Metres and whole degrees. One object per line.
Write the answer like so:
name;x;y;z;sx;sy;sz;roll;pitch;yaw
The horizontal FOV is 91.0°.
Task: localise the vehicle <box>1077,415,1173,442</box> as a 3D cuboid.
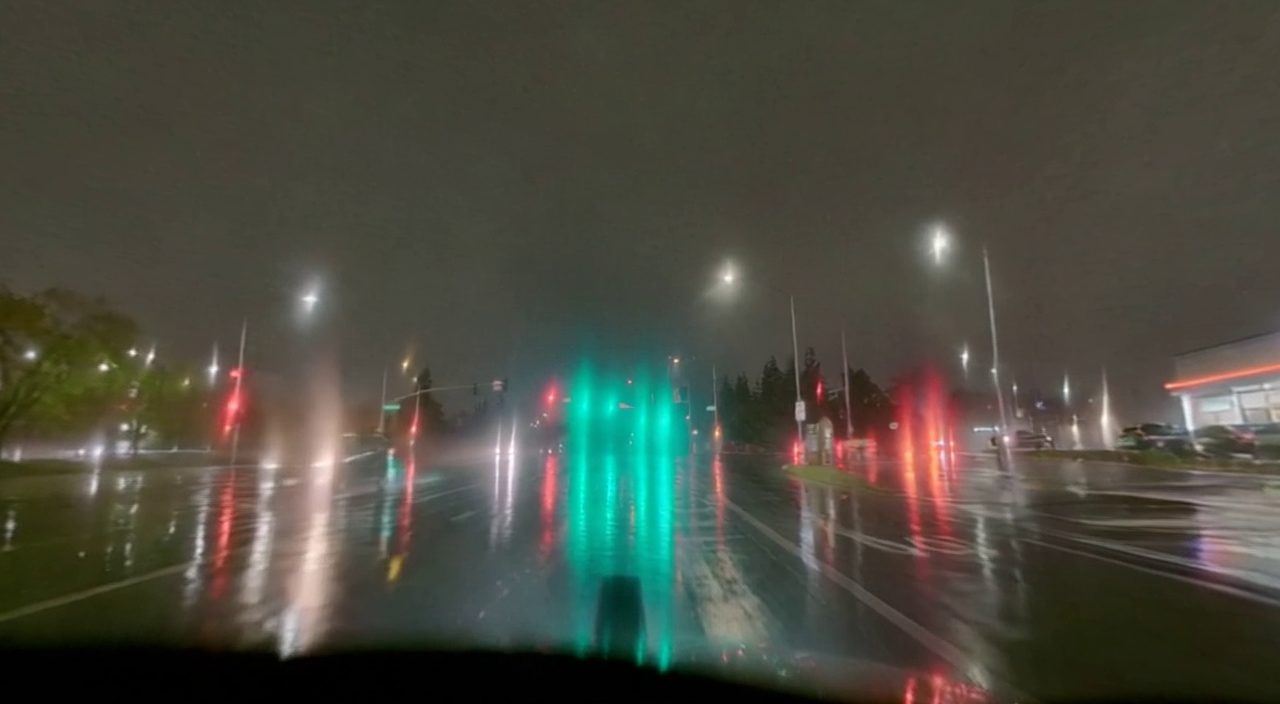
vehicle;32.354;5.116;42.099;4.763;1.725;2.082;0;-9;-3
